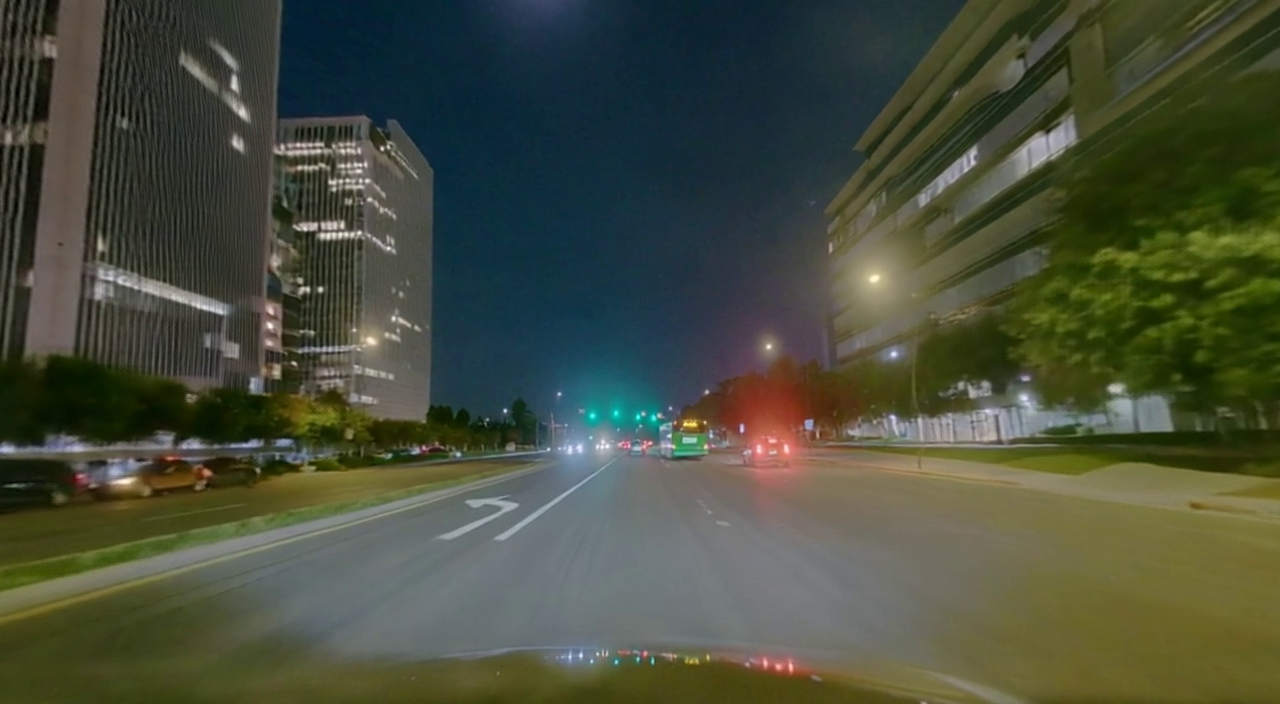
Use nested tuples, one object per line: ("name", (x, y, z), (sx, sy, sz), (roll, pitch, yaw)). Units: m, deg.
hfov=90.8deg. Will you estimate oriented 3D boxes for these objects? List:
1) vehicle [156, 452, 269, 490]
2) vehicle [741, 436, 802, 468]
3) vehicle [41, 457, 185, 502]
("vehicle", (-18.720, 5.196, 27.962), (1.861, 1.499, 4.605), (0, -9, -1))
("vehicle", (6.520, 5.026, 31.846), (1.992, 1.447, 4.414), (0, -9, -2))
("vehicle", (-18.900, 4.558, 22.970), (1.685, 1.426, 4.247), (0, -9, -2))
